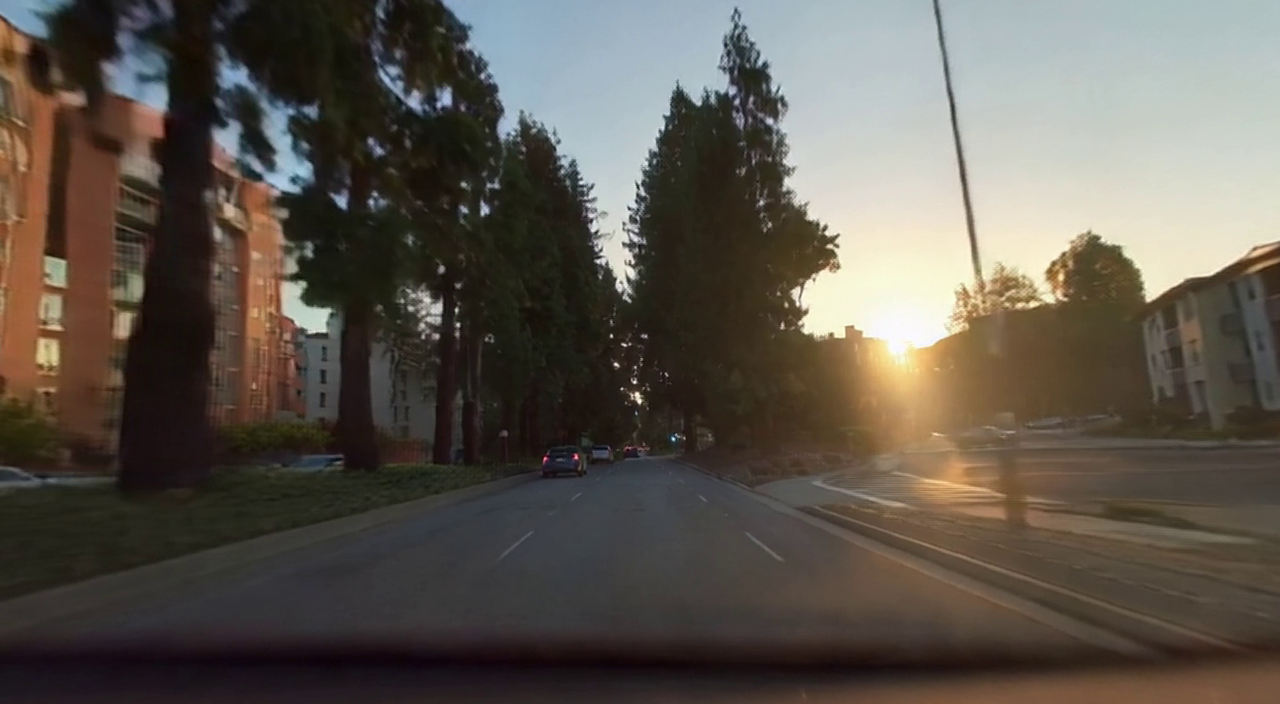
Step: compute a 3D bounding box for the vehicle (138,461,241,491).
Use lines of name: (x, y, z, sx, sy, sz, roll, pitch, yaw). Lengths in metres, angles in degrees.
vehicle: (-26.171, 7.186, 36.871, 1.812, 1.507, 4.428, -5, -10, 29)

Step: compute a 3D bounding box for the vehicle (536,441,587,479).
vehicle: (-3.814, 5.349, 31.561, 1.959, 1.741, 4.141, 0, -9, 1)

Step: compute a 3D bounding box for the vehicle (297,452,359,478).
vehicle: (-23.085, 8.358, 46.951, 2.059, 1.783, 4.824, -1, -9, 1)

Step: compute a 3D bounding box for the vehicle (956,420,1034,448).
vehicle: (25.152, 5.903, 45.060, 2.195, 1.814, 5.872, 0, -8, 0)

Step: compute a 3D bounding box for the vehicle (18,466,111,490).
vehicle: (-36.984, 8.092, 40.636, 4.257, 1.446, 1.817, -1, -8, 2)

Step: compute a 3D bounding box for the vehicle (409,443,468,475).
vehicle: (-12.208, 6.501, 38.578, 2.071, 1.817, 4.634, 0, -9, 0)
